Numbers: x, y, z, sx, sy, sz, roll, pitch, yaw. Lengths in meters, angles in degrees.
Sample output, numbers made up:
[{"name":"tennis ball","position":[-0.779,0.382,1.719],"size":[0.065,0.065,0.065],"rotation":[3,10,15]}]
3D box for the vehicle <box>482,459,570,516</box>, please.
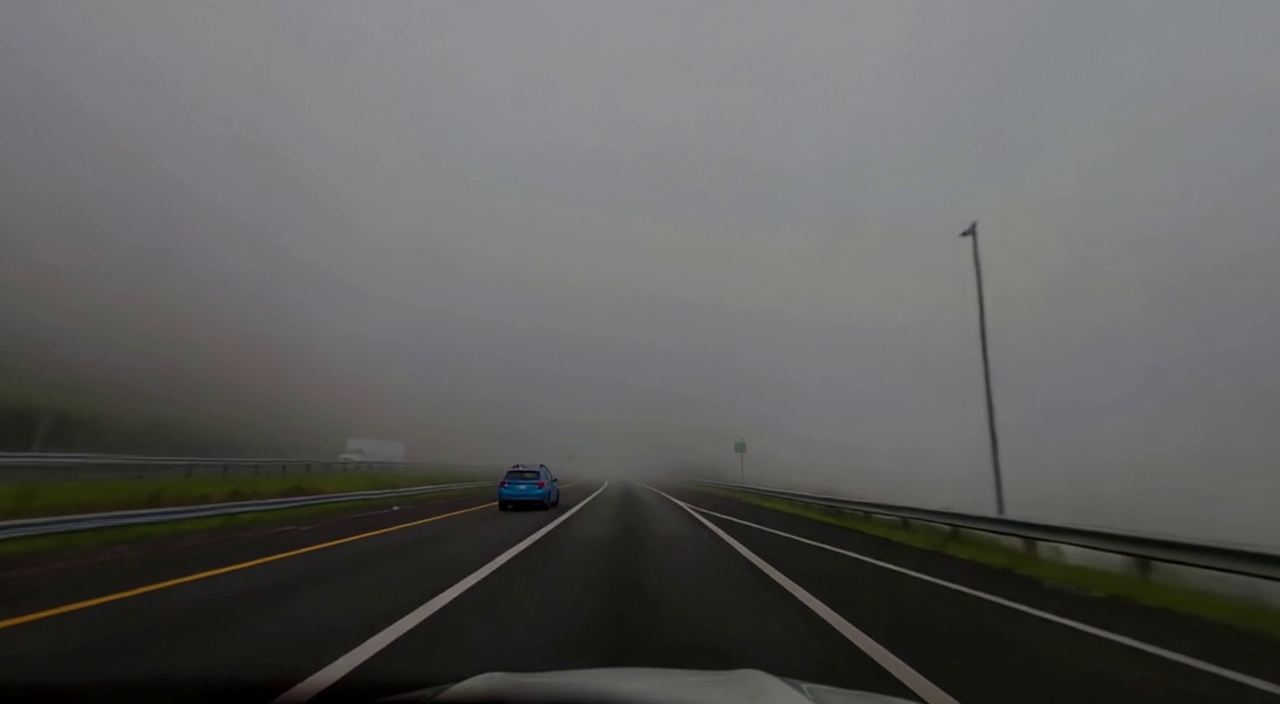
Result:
[{"name":"vehicle","position":[-3.485,4.267,20.128],"size":[1.967,1.556,4.364],"rotation":[1,-10,0]}]
